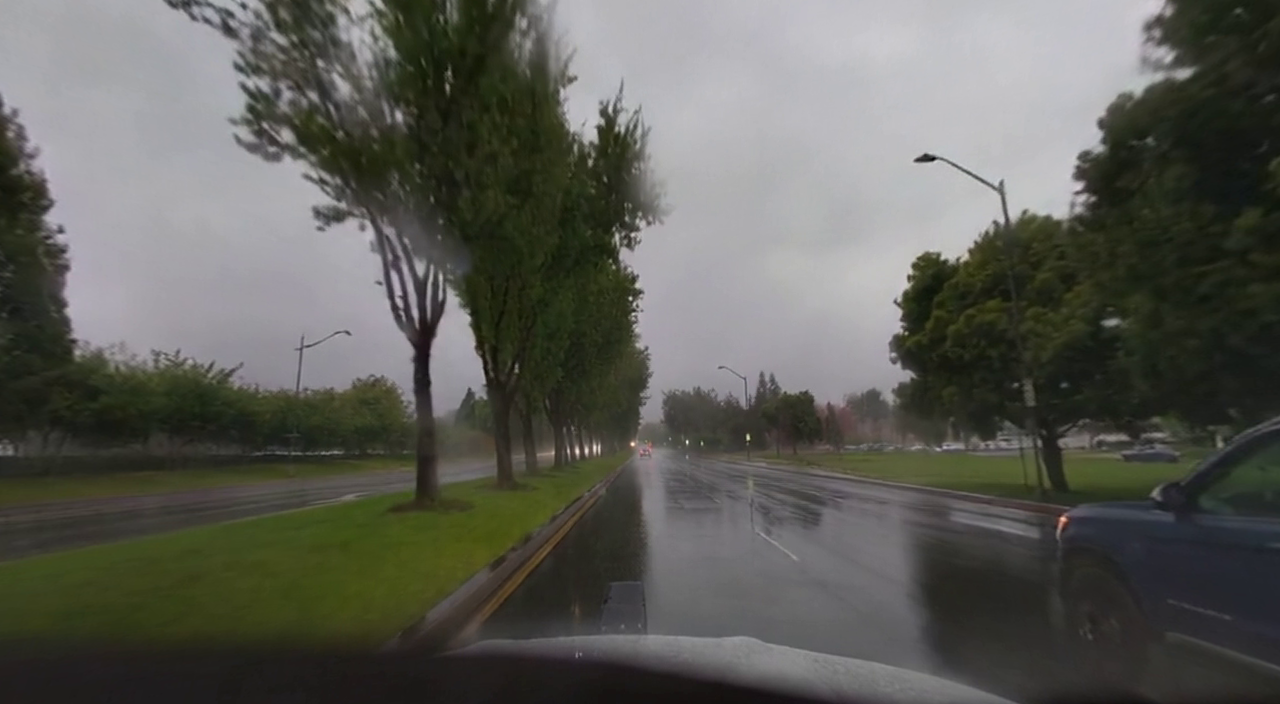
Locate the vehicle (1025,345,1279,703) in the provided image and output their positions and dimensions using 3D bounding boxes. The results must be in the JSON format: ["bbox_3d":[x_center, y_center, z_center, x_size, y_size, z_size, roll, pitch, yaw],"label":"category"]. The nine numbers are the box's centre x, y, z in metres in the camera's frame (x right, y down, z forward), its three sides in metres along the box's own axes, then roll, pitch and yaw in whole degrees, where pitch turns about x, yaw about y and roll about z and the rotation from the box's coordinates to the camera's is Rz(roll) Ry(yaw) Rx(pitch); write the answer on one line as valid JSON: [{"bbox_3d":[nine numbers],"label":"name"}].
[{"bbox_3d":[3.711,0.736,1.780,2.087,1.759,5.040,0,-8,1],"label":"vehicle"}]
